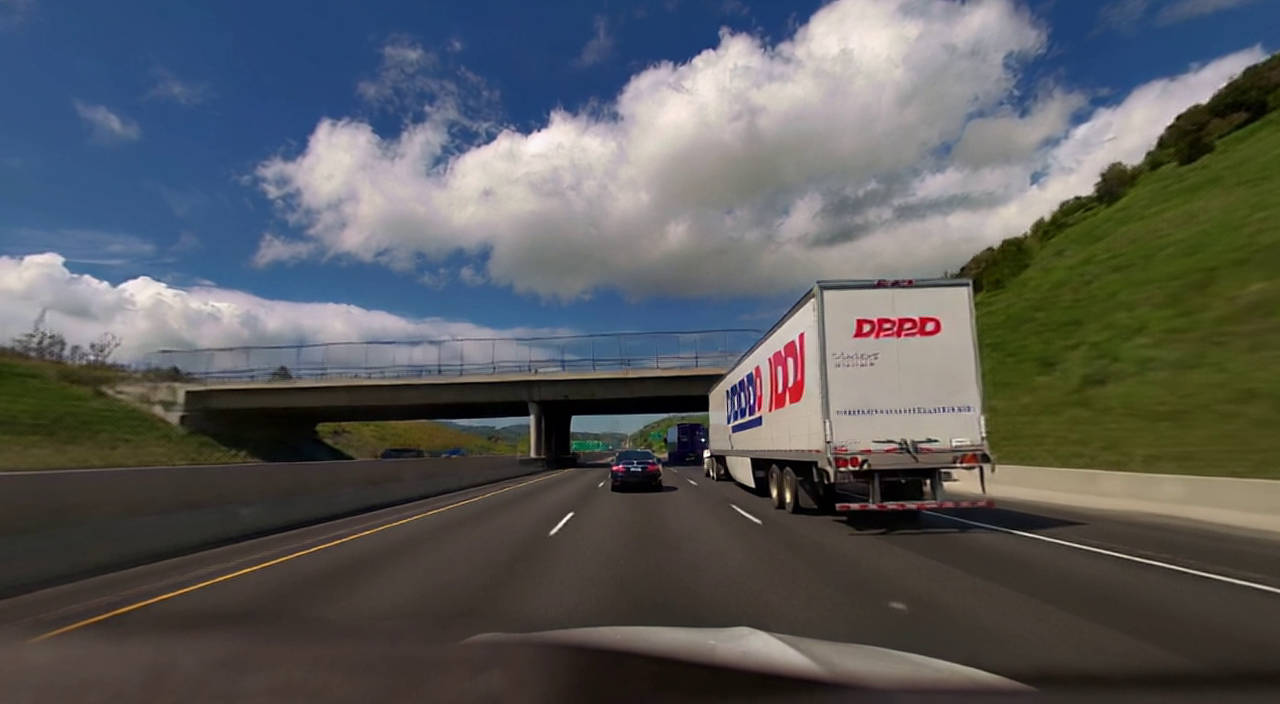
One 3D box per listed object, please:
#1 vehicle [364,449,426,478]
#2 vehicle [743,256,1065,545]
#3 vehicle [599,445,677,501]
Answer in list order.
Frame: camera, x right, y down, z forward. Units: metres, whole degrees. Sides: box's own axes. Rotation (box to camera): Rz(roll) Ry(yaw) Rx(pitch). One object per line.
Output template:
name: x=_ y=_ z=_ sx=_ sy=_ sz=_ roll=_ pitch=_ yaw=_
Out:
vehicle: x=-14.576 y=6.639 z=37.831 sx=1.864 sy=1.639 sz=4.400 roll=0 pitch=-9 yaw=1
vehicle: x=4.217 y=1.241 z=12.742 sx=2.802 sy=3.956 sz=8.291 roll=0 pitch=-9 yaw=0
vehicle: x=-0.066 y=3.447 z=18.305 sx=2.029 sy=1.437 sz=3.794 roll=0 pitch=-9 yaw=0
